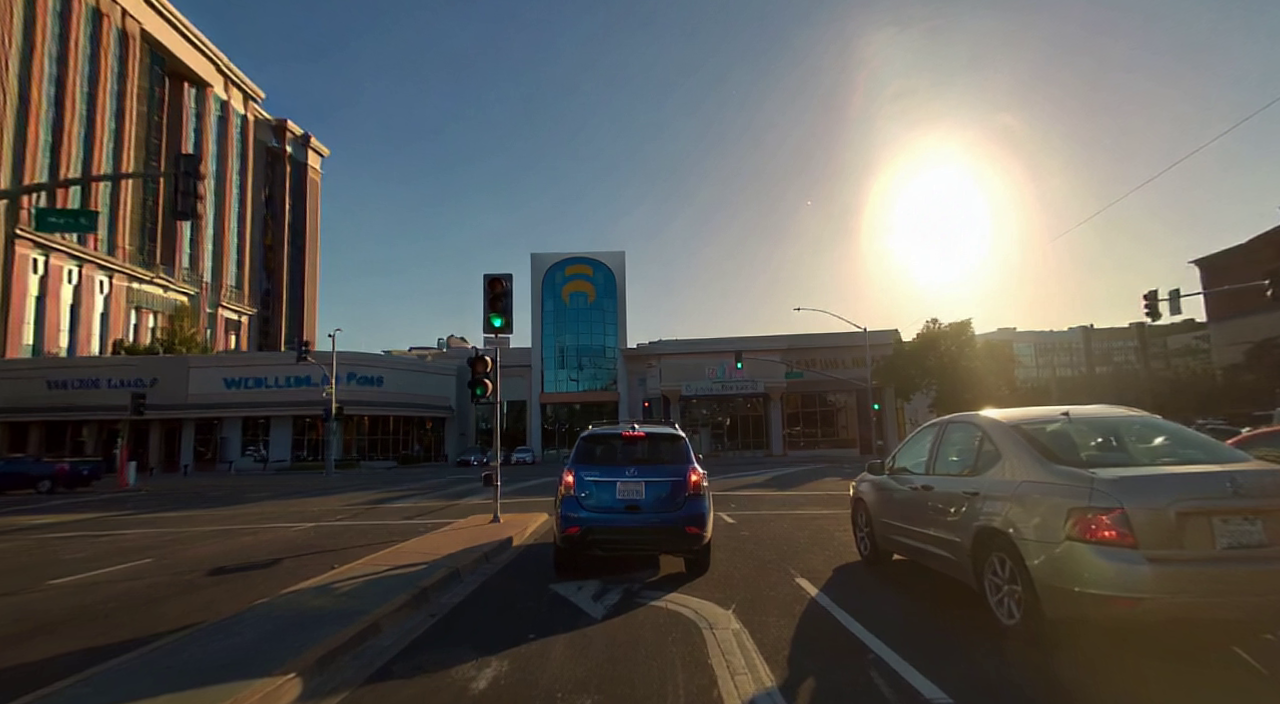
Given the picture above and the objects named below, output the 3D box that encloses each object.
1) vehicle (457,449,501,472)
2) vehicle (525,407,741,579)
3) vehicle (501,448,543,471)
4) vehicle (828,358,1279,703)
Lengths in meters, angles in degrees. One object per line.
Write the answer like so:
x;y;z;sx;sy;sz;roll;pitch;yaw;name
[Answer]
-11.808;7.979;46.672;2.005;1.596;4.342;-1;-9;1;vehicle
-0.116;1.795;8.859;2.238;1.762;4.445;0;-9;-1;vehicle
-8.517;7.793;45.978;2.163;1.529;4.210;0;-9;1;vehicle
3.208;1.186;5.004;2.040;1.674;4.455;0;-9;0;vehicle
